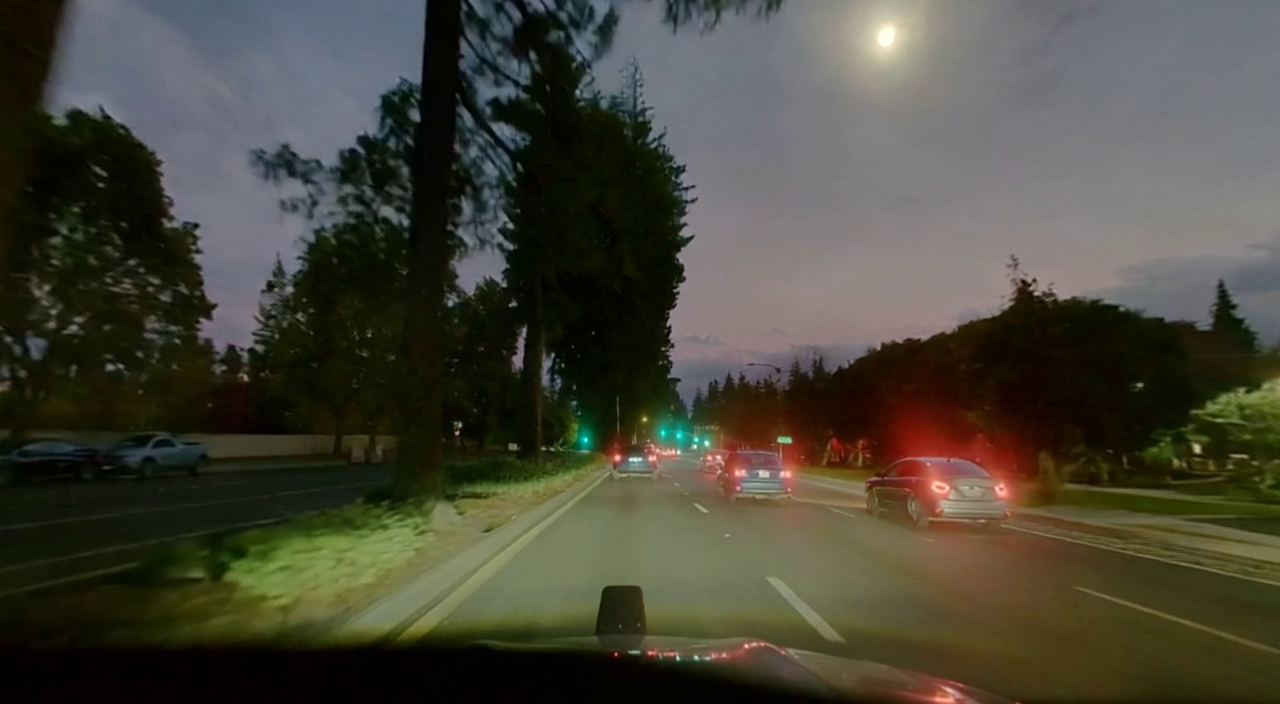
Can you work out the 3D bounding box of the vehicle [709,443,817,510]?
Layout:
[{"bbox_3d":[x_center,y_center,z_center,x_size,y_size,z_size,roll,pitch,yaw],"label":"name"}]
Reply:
[{"bbox_3d":[3.036,3.154,16.444,1.932,1.510,4.168,0,-8,-1],"label":"vehicle"}]

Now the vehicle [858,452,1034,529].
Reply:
[{"bbox_3d":[6.860,3.113,14.699,1.944,1.458,4.268,0,-8,0],"label":"vehicle"}]

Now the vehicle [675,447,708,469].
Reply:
[{"bbox_3d":[3.644,7.567,45.164,2.012,1.462,4.163,0,-8,-1],"label":"vehicle"}]

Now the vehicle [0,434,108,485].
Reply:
[{"bbox_3d":[-19.048,3.222,18.934,1.905,1.428,4.637,0,-8,0],"label":"vehicle"}]

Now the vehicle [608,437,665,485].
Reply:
[{"bbox_3d":[-0.089,4.196,24.486,2.008,1.674,4.239,0,-8,1],"label":"vehicle"}]

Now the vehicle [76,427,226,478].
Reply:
[{"bbox_3d":[-19.092,3.955,24.903,2.043,1.707,4.798,3,-9,-1],"label":"vehicle"}]
